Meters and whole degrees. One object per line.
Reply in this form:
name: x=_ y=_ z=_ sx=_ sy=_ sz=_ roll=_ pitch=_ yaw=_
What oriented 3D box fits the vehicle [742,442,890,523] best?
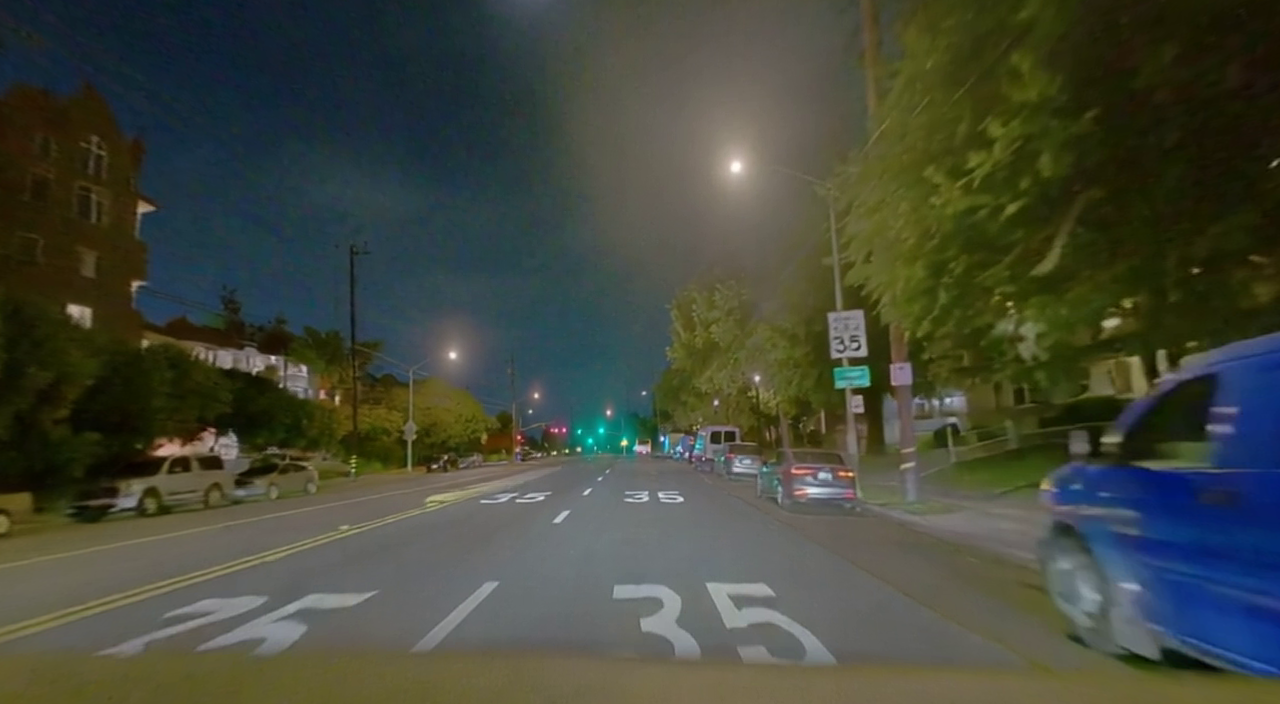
vehicle: x=3.495 y=2.662 z=13.409 sx=1.827 sy=1.422 sz=4.340 roll=0 pitch=-8 yaw=-1

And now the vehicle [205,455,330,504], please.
vehicle: x=-13.180 y=4.501 z=22.563 sx=1.821 sy=1.468 sz=4.408 roll=0 pitch=-8 yaw=-1

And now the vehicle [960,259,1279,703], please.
vehicle: x=3.389 y=0.565 z=1.483 sx=2.278 sy=1.976 sz=5.589 roll=0 pitch=-8 yaw=0

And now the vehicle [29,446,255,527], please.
vehicle: x=-13.051 y=3.482 z=17.027 sx=2.128 sy=1.854 sz=4.943 roll=0 pitch=-8 yaw=-2

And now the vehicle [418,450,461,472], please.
vehicle: x=-15.523 y=8.422 z=48.717 sx=1.992 sy=1.517 sz=4.426 roll=0 pitch=-8 yaw=-2
